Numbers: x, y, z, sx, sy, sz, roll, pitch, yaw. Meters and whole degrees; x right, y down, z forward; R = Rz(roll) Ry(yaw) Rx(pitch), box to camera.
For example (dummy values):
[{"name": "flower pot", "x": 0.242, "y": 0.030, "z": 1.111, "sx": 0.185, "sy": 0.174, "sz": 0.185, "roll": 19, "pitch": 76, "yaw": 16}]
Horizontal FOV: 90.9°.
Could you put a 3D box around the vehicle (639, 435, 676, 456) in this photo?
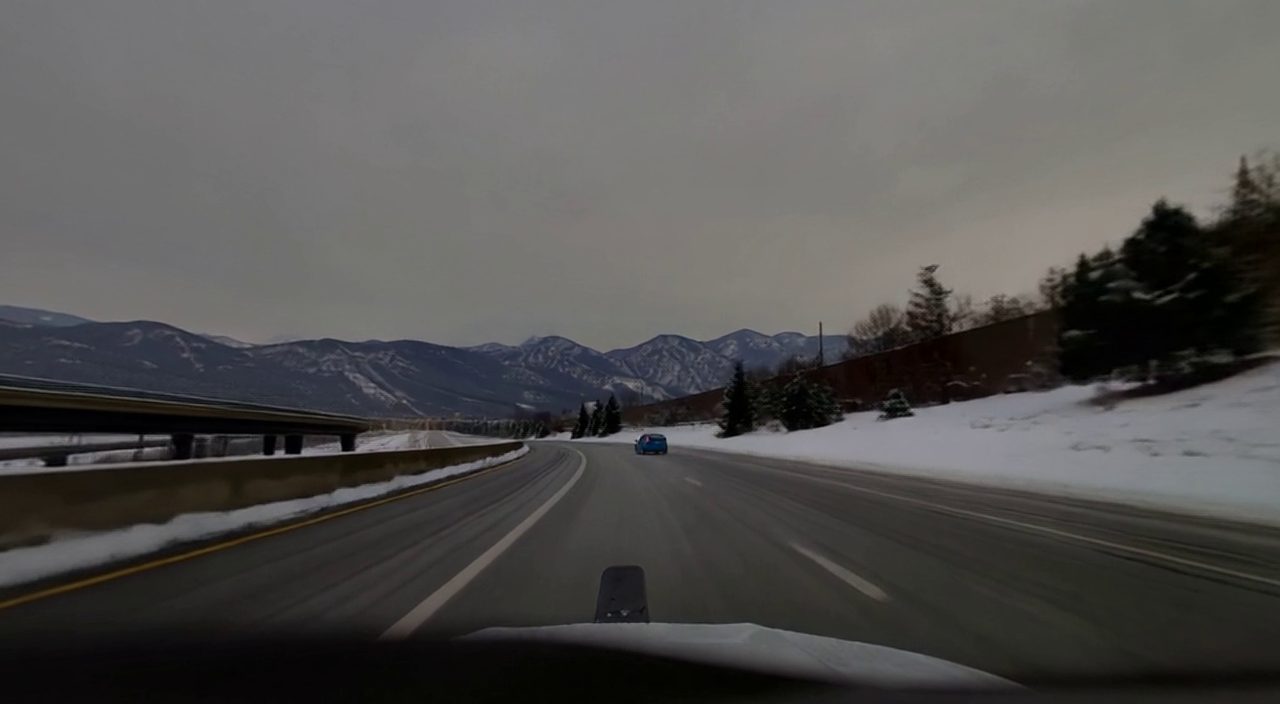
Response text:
[{"name": "vehicle", "x": 1.202, "y": 6.890, "z": 46.350, "sx": 1.985, "sy": 1.440, "sz": 4.466, "roll": 1, "pitch": -8, "yaw": -8}]
